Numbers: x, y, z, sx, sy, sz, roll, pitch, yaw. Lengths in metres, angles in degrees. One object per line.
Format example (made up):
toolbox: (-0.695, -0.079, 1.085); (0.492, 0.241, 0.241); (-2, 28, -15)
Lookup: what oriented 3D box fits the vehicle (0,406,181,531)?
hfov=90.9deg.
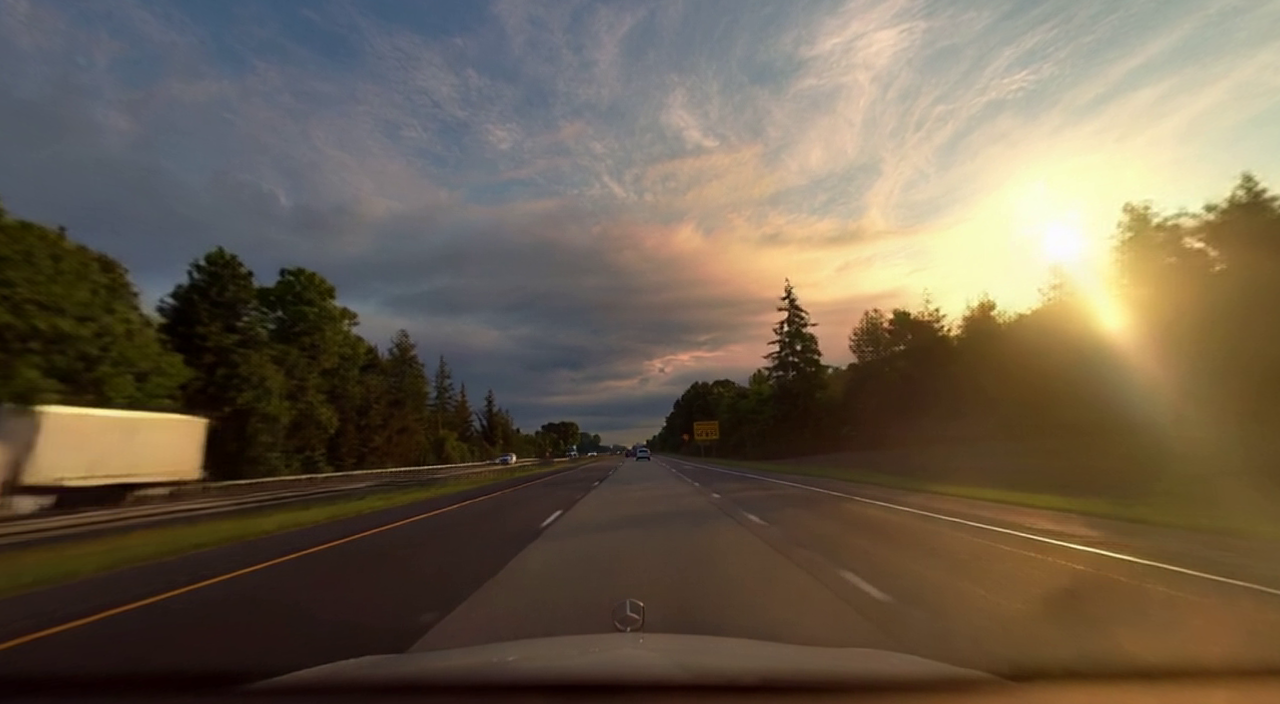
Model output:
vehicle: (-17.034, 3.197, 17.828); (2.536, 3.058, 7.355); (0, -8, 0)
